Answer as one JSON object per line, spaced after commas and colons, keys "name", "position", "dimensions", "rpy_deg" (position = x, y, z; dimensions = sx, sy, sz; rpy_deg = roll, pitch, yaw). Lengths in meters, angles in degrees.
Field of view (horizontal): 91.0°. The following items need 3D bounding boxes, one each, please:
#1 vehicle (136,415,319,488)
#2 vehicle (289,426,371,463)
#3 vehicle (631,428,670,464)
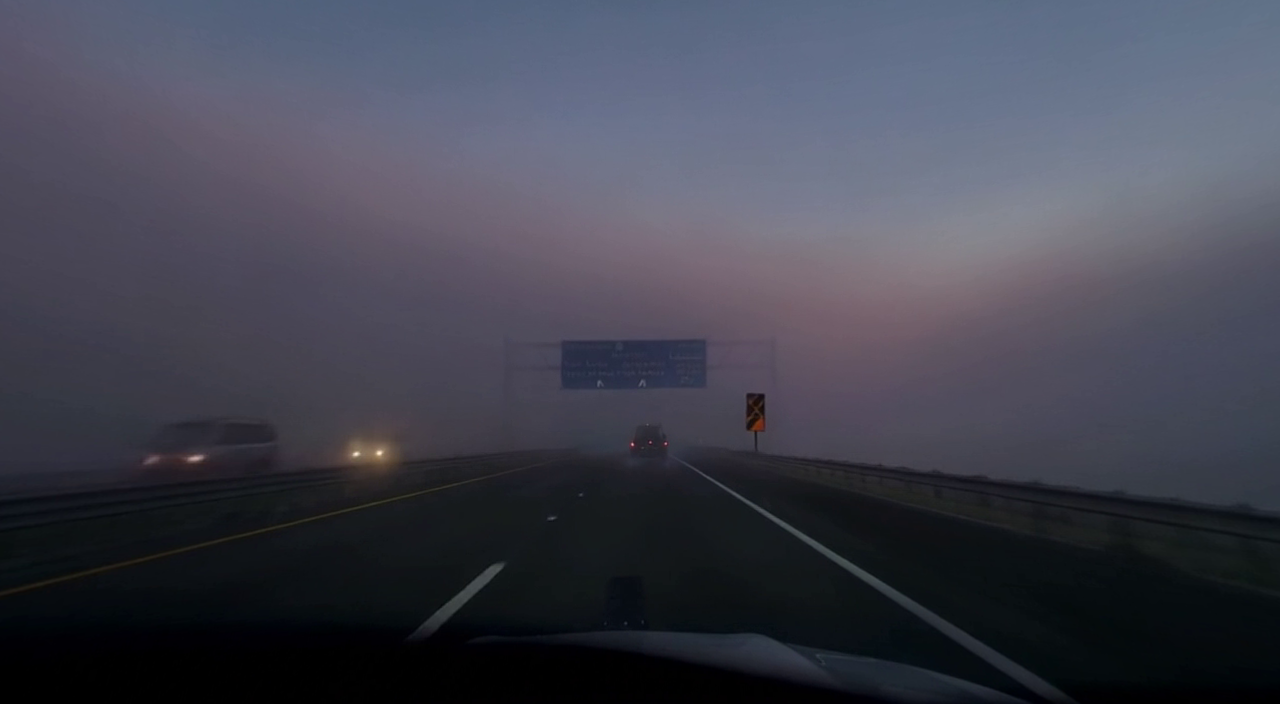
{"name": "vehicle", "position": [-16.477, 4.042, 25.937], "dimensions": [2.575, 2.531, 7.355], "rpy_deg": [1, -8, -1]}
{"name": "vehicle", "position": [-16.254, 4.842, 33.237], "dimensions": [1.891, 1.776, 4.615], "rpy_deg": [-1, -8, 1]}
{"name": "vehicle", "position": [0.655, 5.921, 39.646], "dimensions": [2.277, 2.109, 4.922], "rpy_deg": [1, -8, 1]}
